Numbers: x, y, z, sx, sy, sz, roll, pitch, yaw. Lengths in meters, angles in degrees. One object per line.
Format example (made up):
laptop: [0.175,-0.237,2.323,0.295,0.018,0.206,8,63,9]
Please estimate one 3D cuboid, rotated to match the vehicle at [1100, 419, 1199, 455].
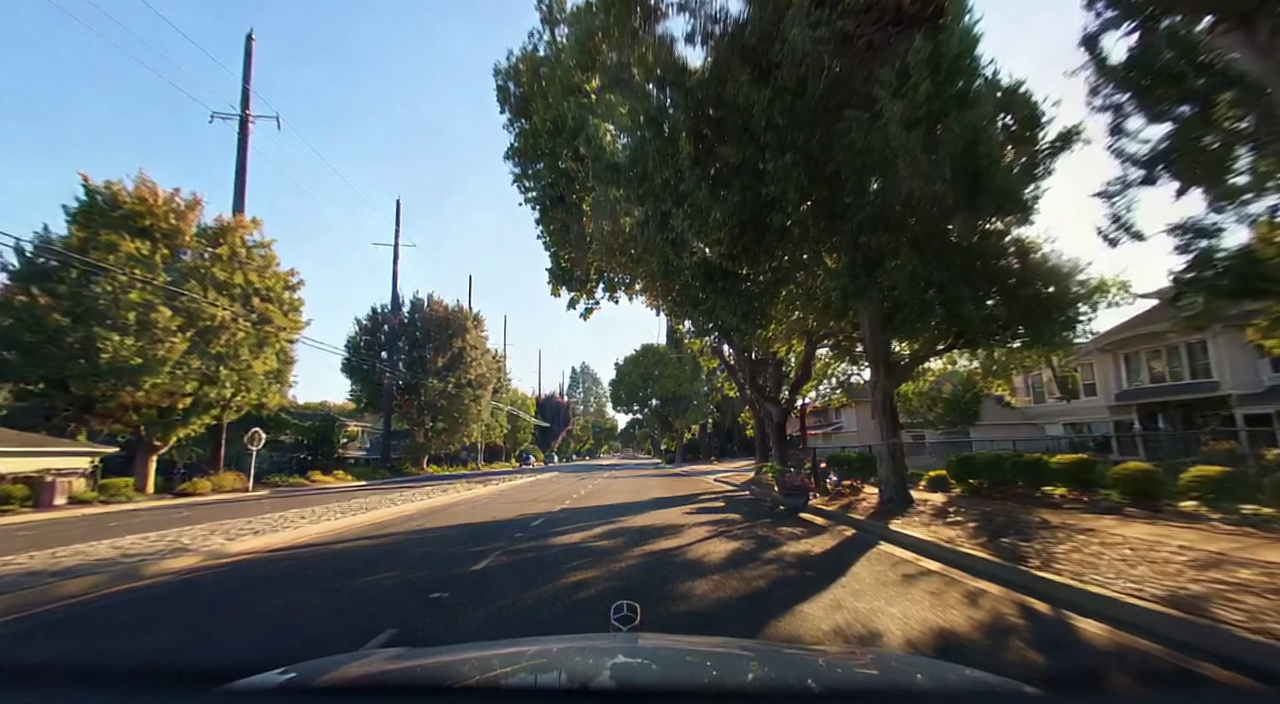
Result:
vehicle: [29.455,5.026,36.750,1.877,1.757,4.937,2,-11,4]
